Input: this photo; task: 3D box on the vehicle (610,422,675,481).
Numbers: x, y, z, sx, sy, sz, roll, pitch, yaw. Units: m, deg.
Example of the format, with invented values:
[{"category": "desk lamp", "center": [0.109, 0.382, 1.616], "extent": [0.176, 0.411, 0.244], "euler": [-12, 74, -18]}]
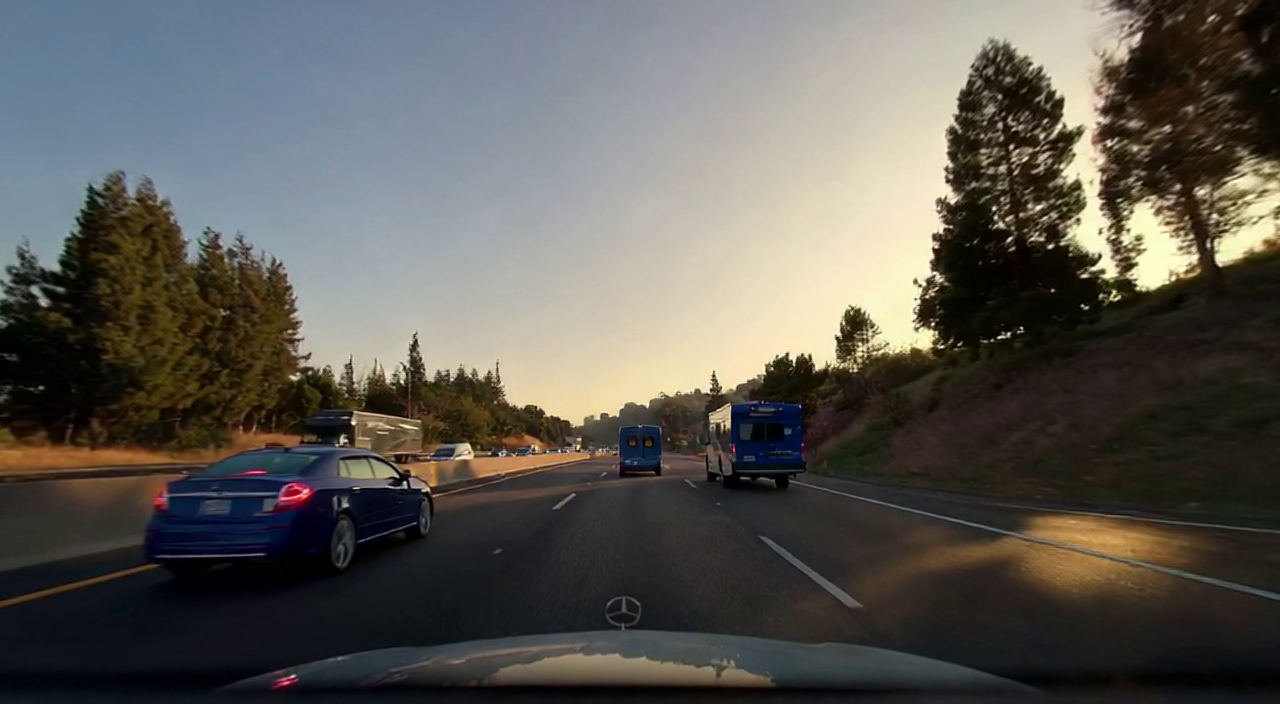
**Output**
[{"category": "vehicle", "center": [0.057, 4.304, 27.341], "extent": [2.524, 2.310, 4.986], "euler": [0, -9, -1]}]

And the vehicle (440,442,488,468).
[{"category": "vehicle", "center": [-11.898, 7.000, 42.965], "extent": [1.961, 1.697, 4.316], "euler": [0, -9, 0]}]

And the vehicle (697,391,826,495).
[{"category": "vehicle", "center": [3.774, 3.114, 21.505], "extent": [2.607, 2.910, 7.252], "euler": [0, -9, -3]}]

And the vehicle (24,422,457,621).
[{"category": "vehicle", "center": [-3.730, 1.650, 7.177], "extent": [1.959, 1.502, 4.559], "euler": [0, -9, 0]}]
